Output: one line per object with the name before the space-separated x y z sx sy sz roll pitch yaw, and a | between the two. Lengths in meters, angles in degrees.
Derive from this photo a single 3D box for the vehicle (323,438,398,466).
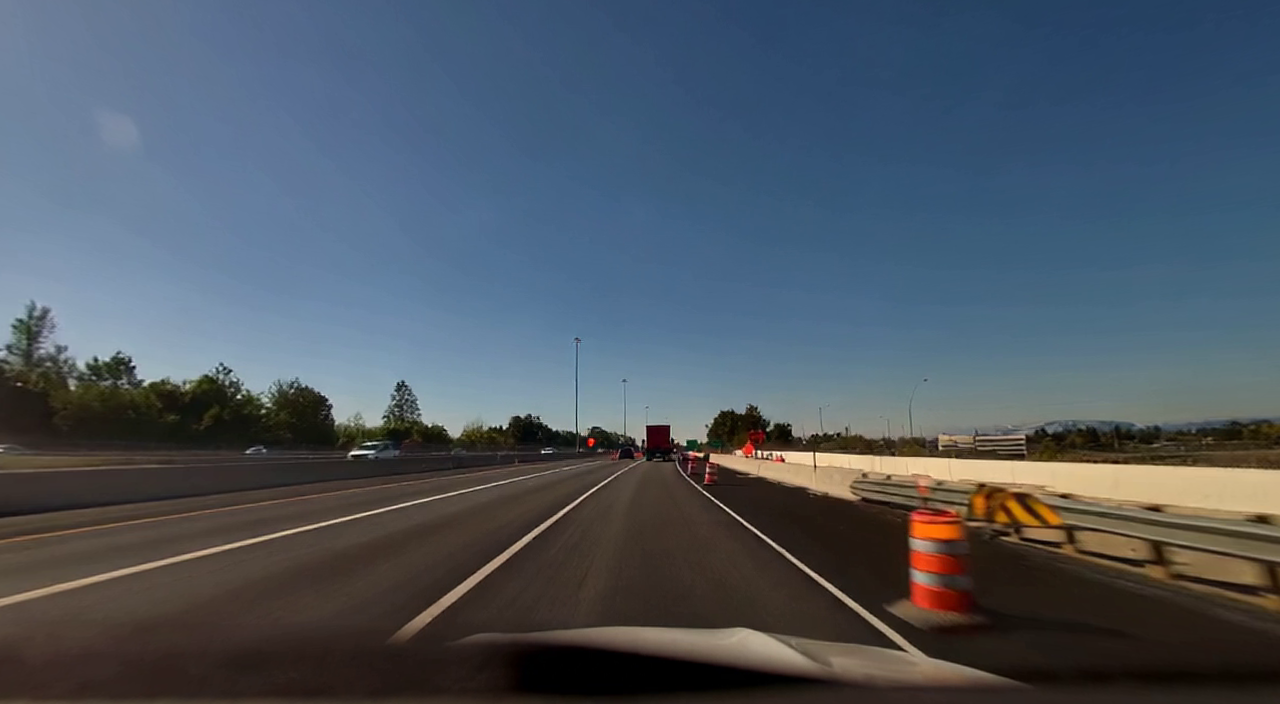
vehicle | -19.176 6.917 43.614 2.362 1.771 5.703 0 -9 3
